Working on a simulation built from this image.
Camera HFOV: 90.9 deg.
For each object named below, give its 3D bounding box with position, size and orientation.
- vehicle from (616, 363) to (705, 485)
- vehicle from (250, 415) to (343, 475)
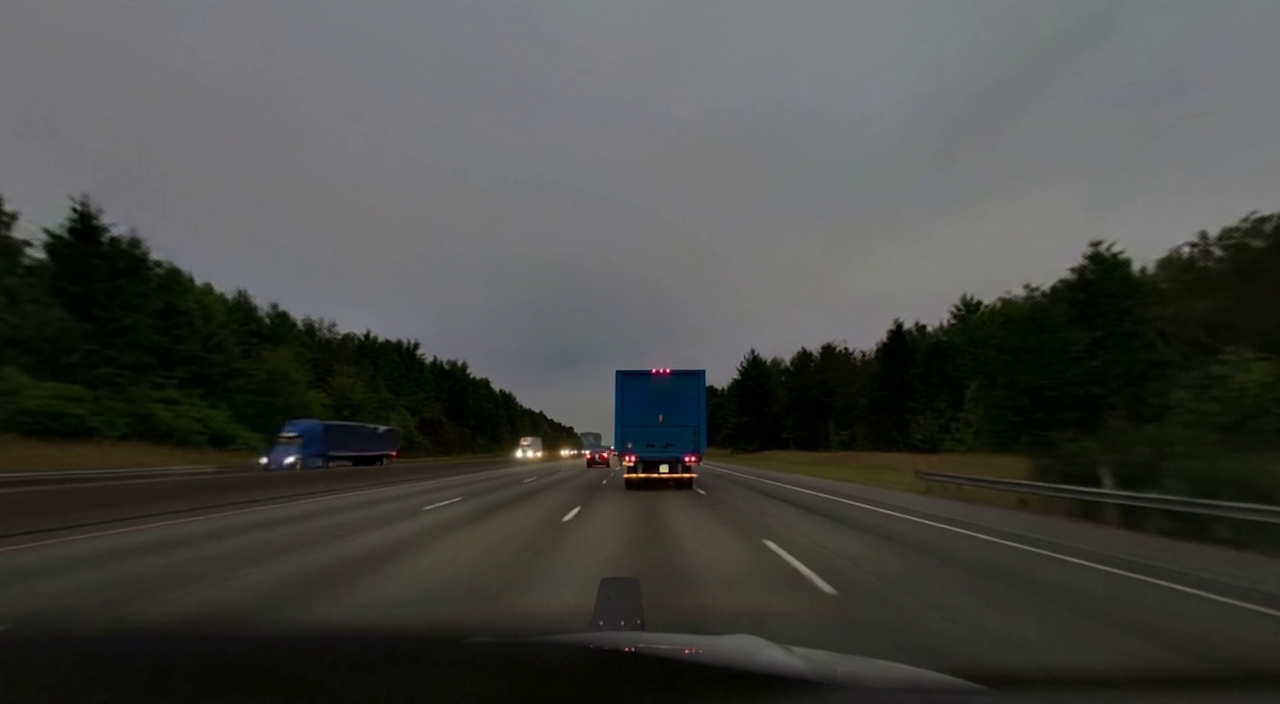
[{"bbox_3d":[0.610,3.119,25.713,2.898,3.973,10.063,0,-9,-1],"label":"vehicle"},{"bbox_3d":[-24.126,6.584,44.671,3.130,3.940,5.958,0,-9,0],"label":"vehicle"}]
